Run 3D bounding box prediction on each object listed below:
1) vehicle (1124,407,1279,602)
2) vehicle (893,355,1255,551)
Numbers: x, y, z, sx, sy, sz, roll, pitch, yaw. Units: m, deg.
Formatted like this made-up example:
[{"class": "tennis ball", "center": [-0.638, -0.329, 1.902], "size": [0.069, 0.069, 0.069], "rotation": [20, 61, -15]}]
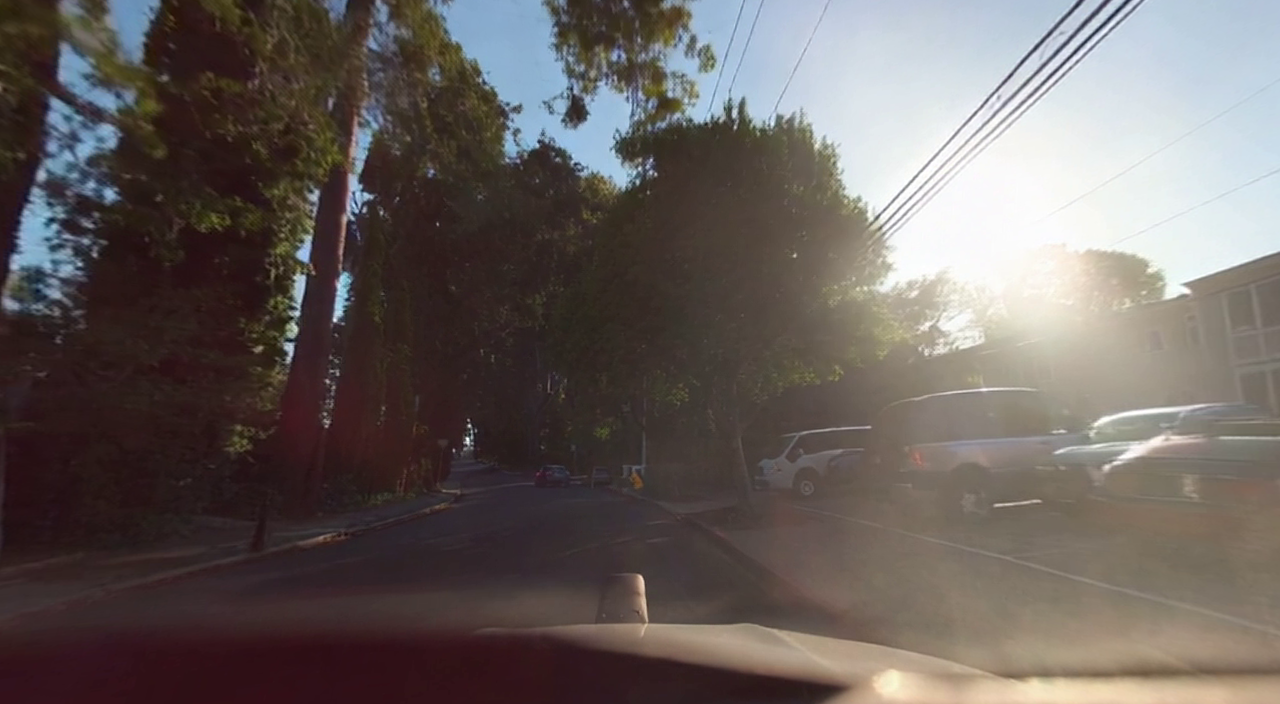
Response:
[{"class": "vehicle", "center": [7.011, 1.361, 6.491], "size": [4.156, 1.502, 1.577], "rotation": [0, -7, -30]}, {"class": "vehicle", "center": [6.784, 1.615, 9.823], "size": [5.269, 2.289, 2.446], "rotation": [7, -13, -31]}]
